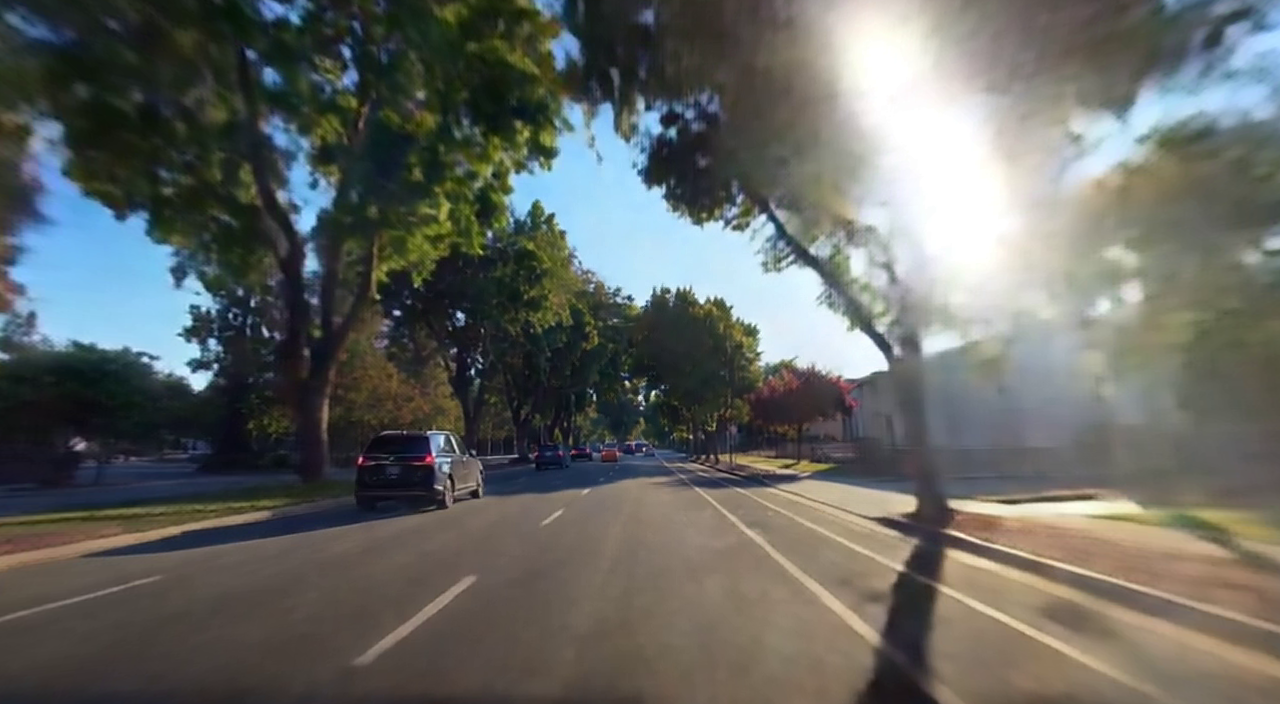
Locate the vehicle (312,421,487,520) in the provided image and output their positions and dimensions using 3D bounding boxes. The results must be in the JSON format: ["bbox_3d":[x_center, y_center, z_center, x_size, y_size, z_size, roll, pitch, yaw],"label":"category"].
[{"bbox_3d":[-4.833,2.443,13.506,2.123,1.761,4.322,0,-9,-1],"label":"vehicle"}]

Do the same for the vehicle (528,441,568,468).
[{"bbox_3d":[-6.149,6.904,42.603,1.985,1.708,4.310,0,-9,1],"label":"vehicle"}]
